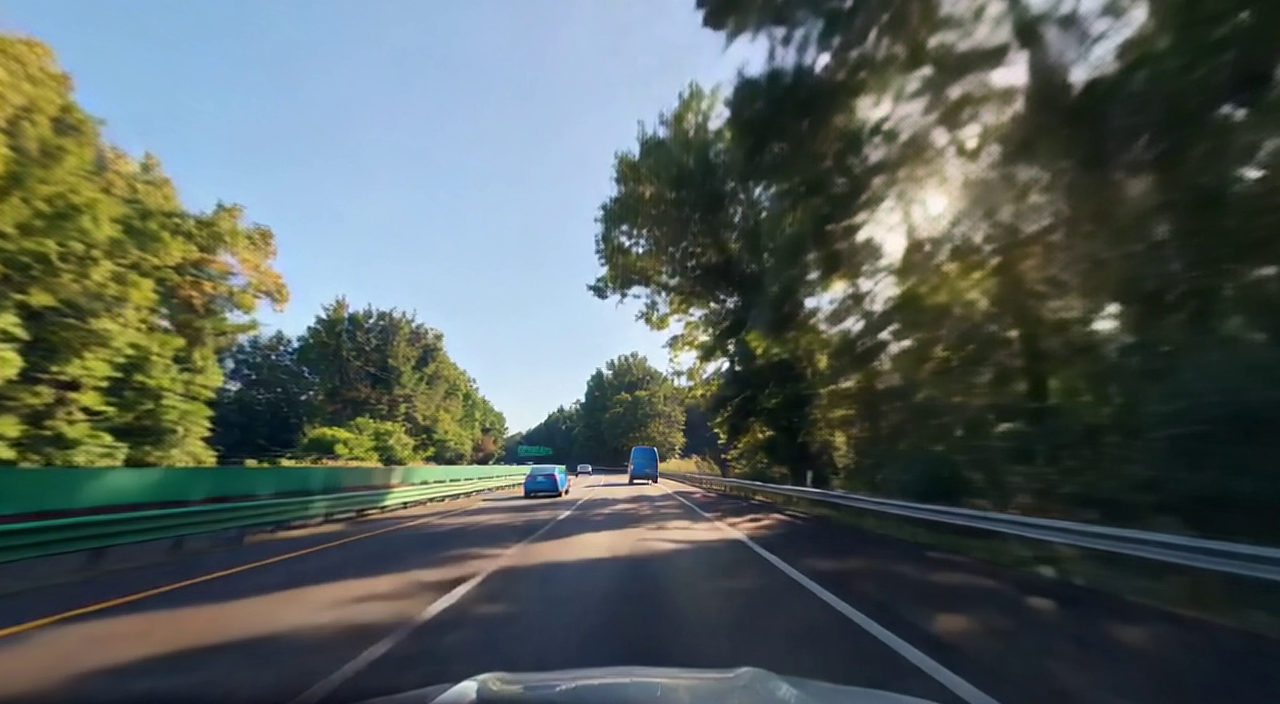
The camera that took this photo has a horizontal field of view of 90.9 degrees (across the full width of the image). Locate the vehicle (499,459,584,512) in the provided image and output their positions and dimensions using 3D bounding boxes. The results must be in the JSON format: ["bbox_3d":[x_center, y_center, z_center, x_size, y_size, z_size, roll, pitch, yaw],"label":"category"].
[{"bbox_3d":[-3.074,4.332,20.672,2.038,1.490,4.391,1,-11,0],"label":"vehicle"}]
